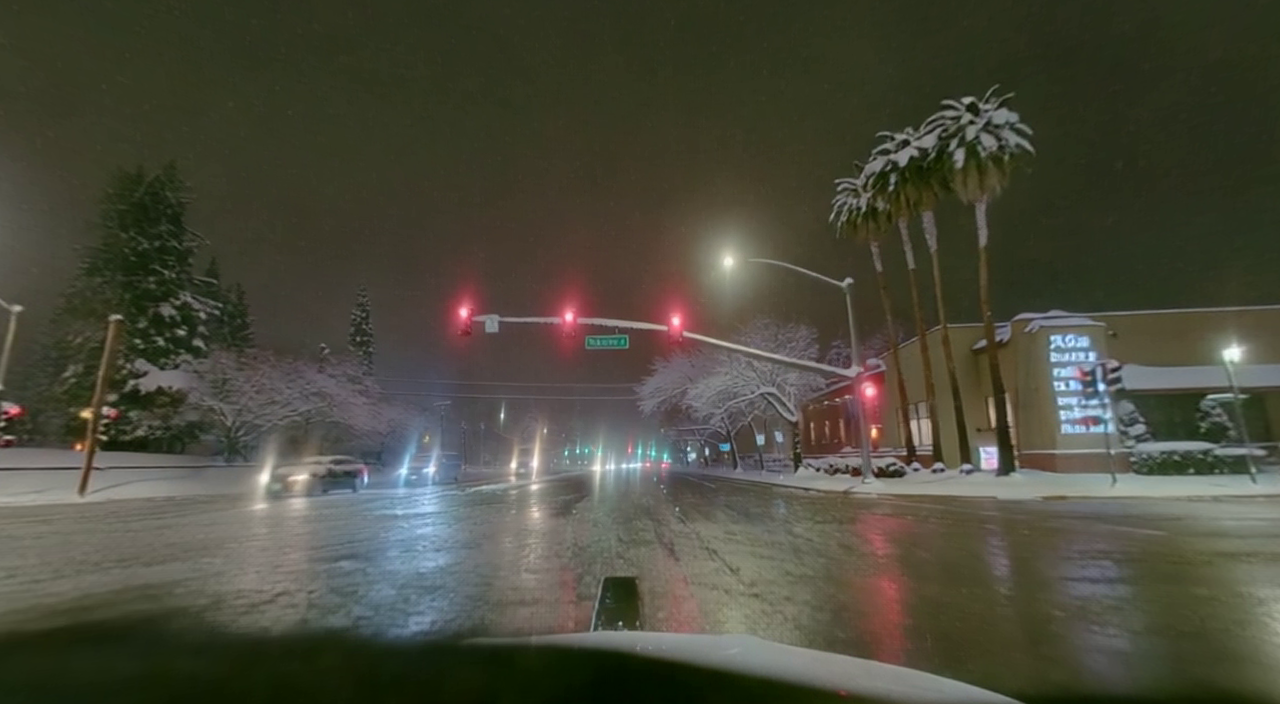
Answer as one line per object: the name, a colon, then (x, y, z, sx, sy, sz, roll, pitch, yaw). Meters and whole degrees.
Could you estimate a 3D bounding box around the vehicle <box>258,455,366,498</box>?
vehicle: (-13.857, 5.248, 27.040, 1.995, 1.632, 4.609, -1, -9, 2)

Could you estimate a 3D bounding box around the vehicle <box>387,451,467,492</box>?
vehicle: (-9.512, 5.361, 28.646, 2.074, 1.681, 4.417, 0, -9, 1)
